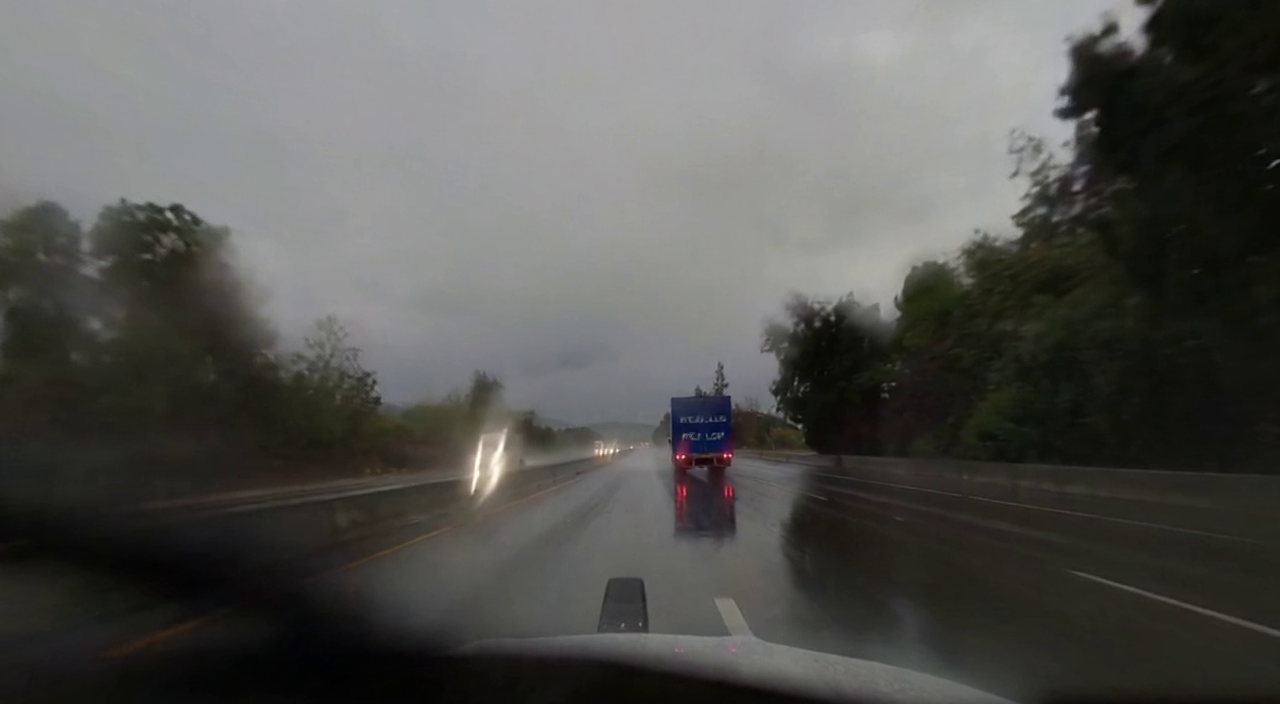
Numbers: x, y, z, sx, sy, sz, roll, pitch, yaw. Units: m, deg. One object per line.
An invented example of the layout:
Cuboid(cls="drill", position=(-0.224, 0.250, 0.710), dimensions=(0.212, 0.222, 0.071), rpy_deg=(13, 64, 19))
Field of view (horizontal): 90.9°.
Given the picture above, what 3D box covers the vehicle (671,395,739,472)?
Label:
Cuboid(cls="vehicle", position=(3.916, 5.469, 41.244), dimensions=(3.341, 4.269, 12.252), rpy_deg=(0, -9, 1))
